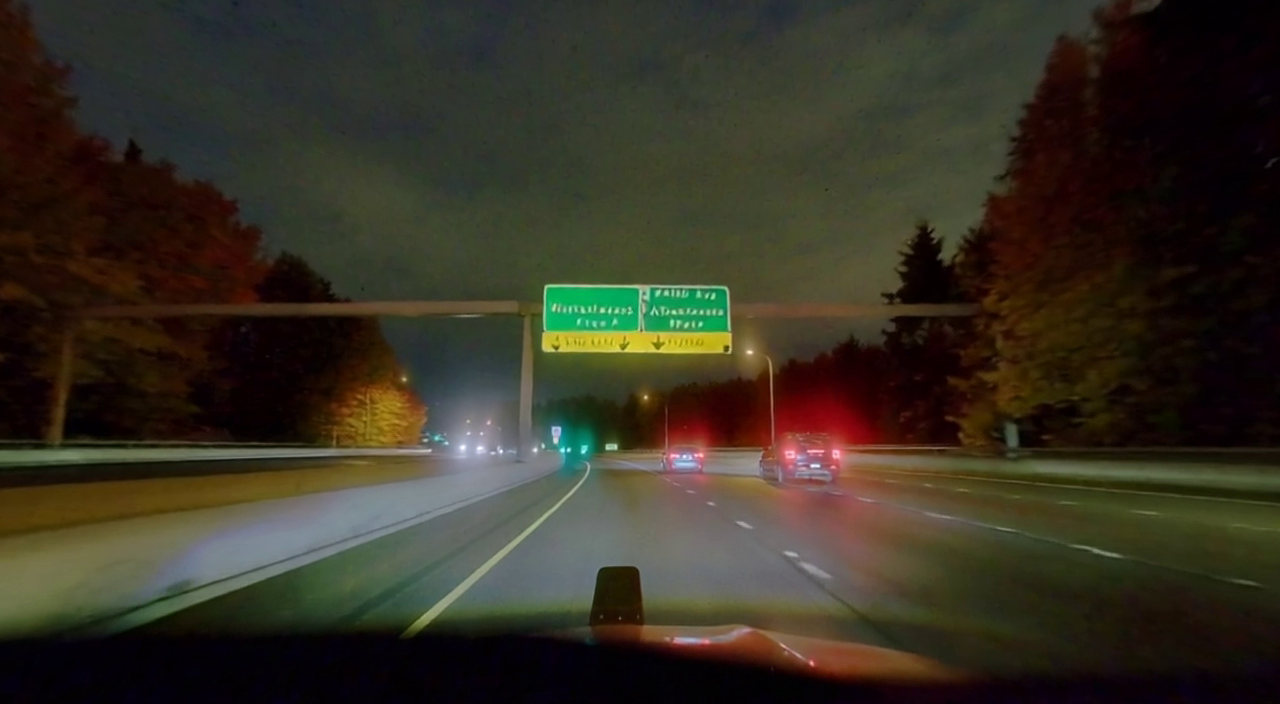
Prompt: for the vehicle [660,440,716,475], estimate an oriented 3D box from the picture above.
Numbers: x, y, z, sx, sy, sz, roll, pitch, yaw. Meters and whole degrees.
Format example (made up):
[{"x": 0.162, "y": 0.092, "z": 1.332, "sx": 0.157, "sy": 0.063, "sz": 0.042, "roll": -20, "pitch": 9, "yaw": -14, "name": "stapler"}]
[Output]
[{"x": 2.318, "y": 5.262, "z": 31.409, "sx": 2.337, "sy": 1.633, "sz": 4.222, "roll": 0, "pitch": -9, "yaw": -2, "name": "vehicle"}]
